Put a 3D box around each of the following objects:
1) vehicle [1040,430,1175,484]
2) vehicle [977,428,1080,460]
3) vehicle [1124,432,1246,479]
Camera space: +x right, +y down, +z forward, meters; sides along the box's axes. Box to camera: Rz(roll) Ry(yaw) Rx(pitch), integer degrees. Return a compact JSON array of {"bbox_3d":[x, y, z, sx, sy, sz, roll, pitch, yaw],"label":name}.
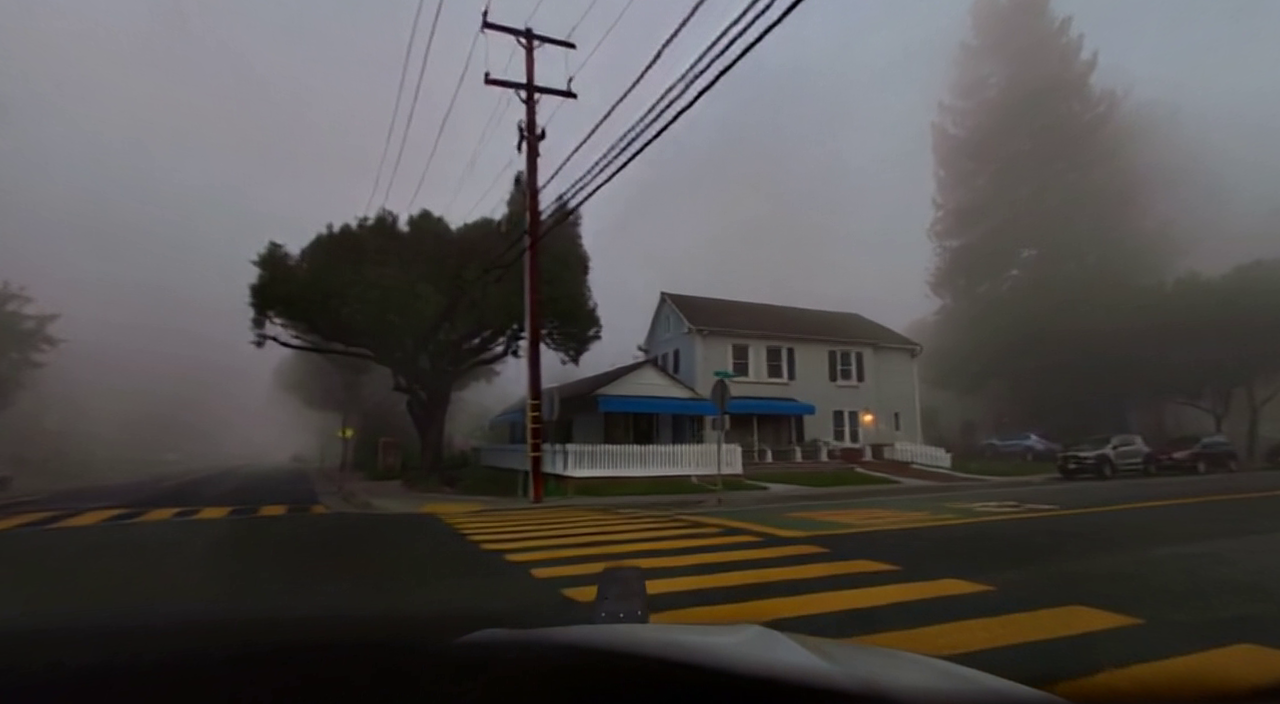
[{"bbox_3d":[17.146,3.816,23.149,4.509,1.775,1.975,5,-9,-26],"label":"vehicle"},{"bbox_3d":[22.046,5.247,36.080,2.033,1.725,4.492,5,-9,-30],"label":"vehicle"},{"bbox_3d":[21.863,4.136,25.354,4.318,1.723,1.913,4,-9,-24],"label":"vehicle"}]
